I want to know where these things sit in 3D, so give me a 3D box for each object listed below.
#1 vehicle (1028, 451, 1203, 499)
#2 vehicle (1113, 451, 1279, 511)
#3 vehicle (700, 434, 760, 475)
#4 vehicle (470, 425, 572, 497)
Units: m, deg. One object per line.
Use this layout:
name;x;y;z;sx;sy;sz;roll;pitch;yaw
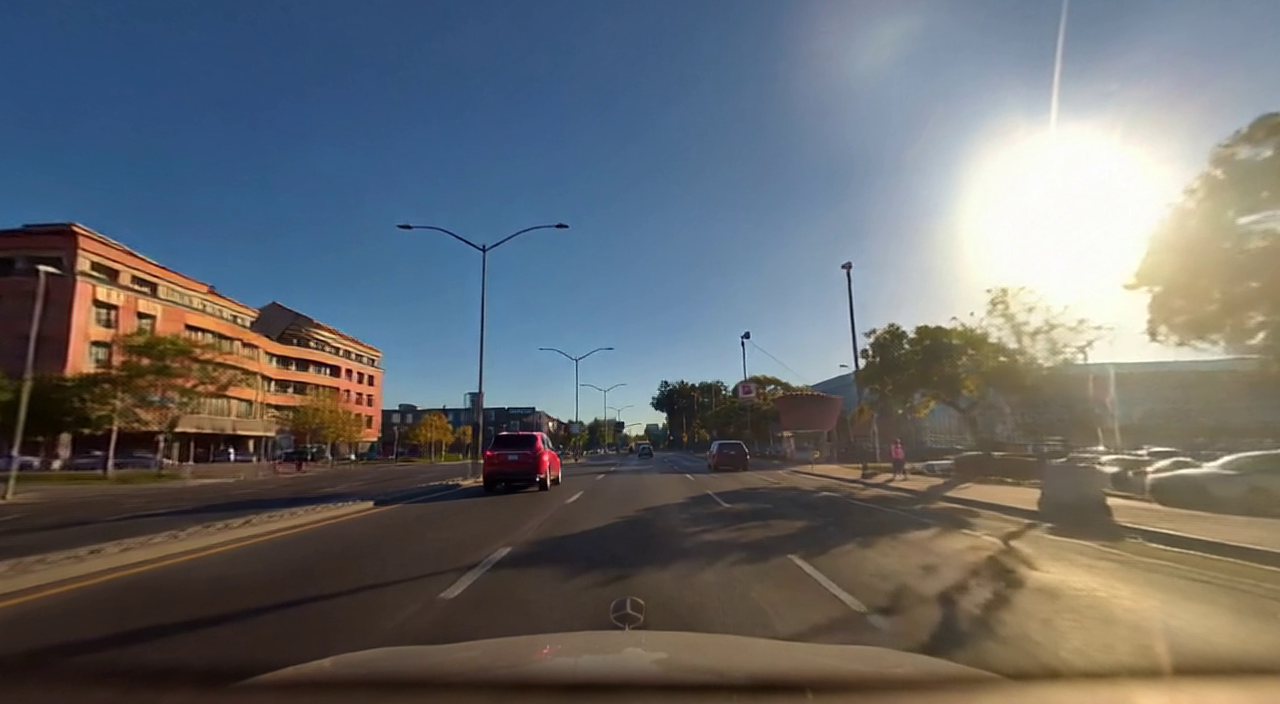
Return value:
vehicle;16.736;4.333;22.365;4.538;1.420;1.983;-2;-8;-1
vehicle;16.604;3.646;18.050;4.479;1.445;1.946;-1;-8;0
vehicle;4.144;4.777;29.673;2.083;1.779;4.347;0;-8;-1
vehicle;-3.292;3.125;18.446;2.047;1.810;4.414;0;-8;1
